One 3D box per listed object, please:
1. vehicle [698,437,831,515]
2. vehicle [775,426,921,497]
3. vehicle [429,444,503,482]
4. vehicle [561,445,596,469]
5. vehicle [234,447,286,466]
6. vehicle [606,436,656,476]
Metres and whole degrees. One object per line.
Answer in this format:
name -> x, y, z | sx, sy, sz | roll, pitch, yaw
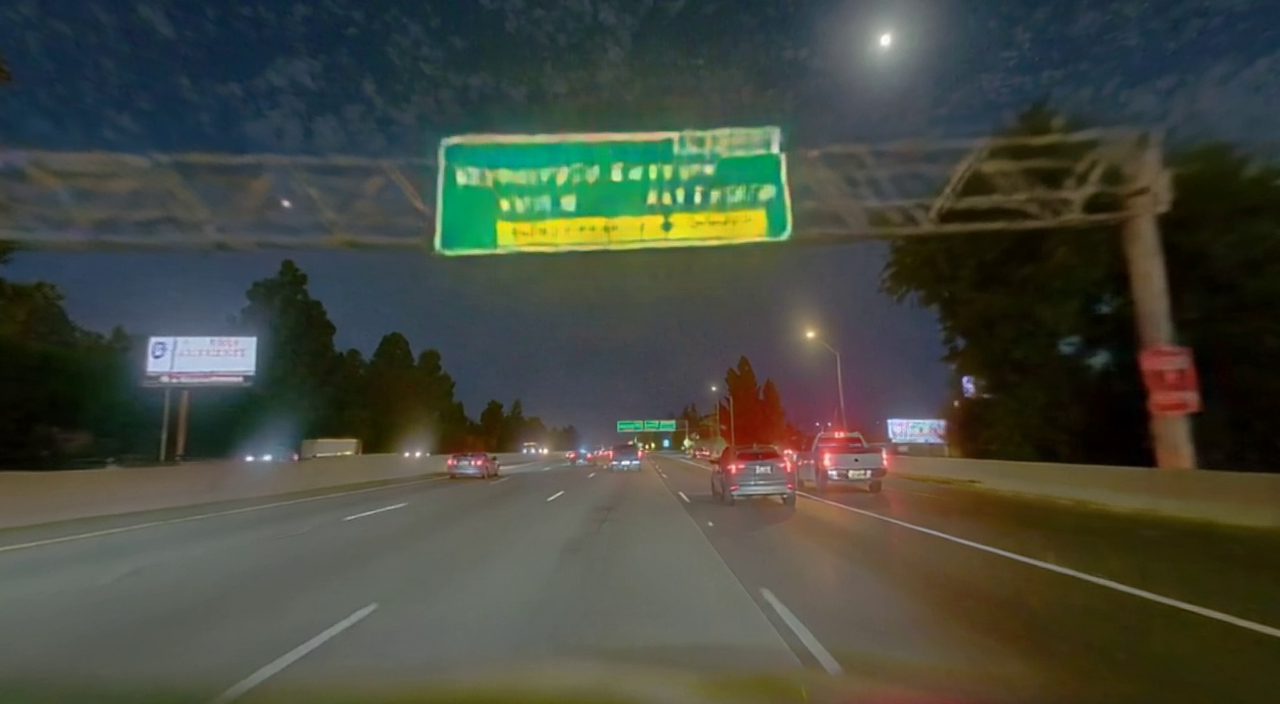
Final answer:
vehicle -> 2.563, 2.669, 14.150 | 2.011, 1.462, 4.286 | 0, -8, -1
vehicle -> 6.317, 3.417, 20.255 | 2.635, 1.919, 5.907 | 0, -8, -1
vehicle -> -7.356, 4.709, 27.110 | 1.920, 1.482, 4.385 | 0, -8, 0
vehicle -> -4.088, 7.042, 42.574 | 1.935, 1.487, 4.076 | 0, -8, 1
vehicle -> -29.898, 8.216, 49.822 | 1.862, 1.473, 3.639 | 0, -8, 0
vehicle -> -0.438, 5.197, 31.819 | 2.323, 1.805, 4.729 | 0, -8, 0
